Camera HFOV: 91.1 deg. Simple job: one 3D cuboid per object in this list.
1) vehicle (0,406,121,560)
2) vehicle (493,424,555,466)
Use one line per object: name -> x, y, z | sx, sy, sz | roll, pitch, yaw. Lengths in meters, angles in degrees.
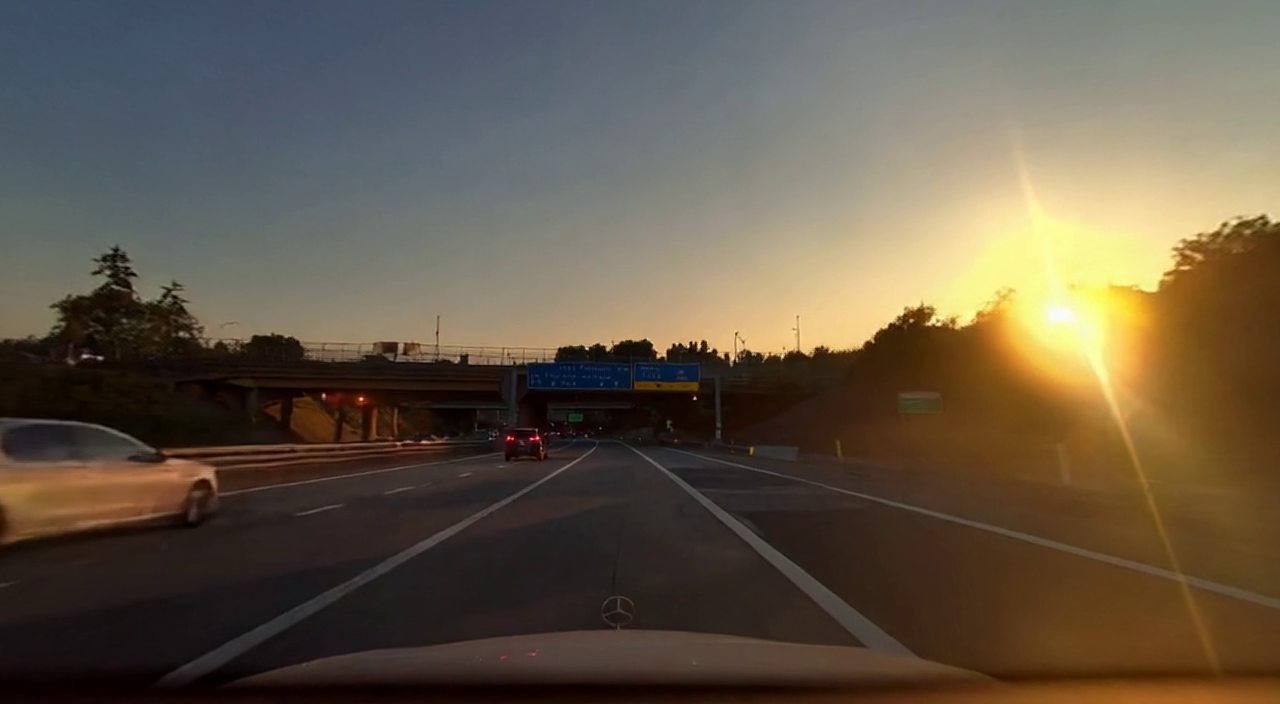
vehicle -> -7.917, 1.283, 5.914 | 2.148, 1.635, 4.670 | 1, -8, -2
vehicle -> -5.104, 4.159, 28.211 | 2.007, 1.727, 4.040 | 0, -8, -1
